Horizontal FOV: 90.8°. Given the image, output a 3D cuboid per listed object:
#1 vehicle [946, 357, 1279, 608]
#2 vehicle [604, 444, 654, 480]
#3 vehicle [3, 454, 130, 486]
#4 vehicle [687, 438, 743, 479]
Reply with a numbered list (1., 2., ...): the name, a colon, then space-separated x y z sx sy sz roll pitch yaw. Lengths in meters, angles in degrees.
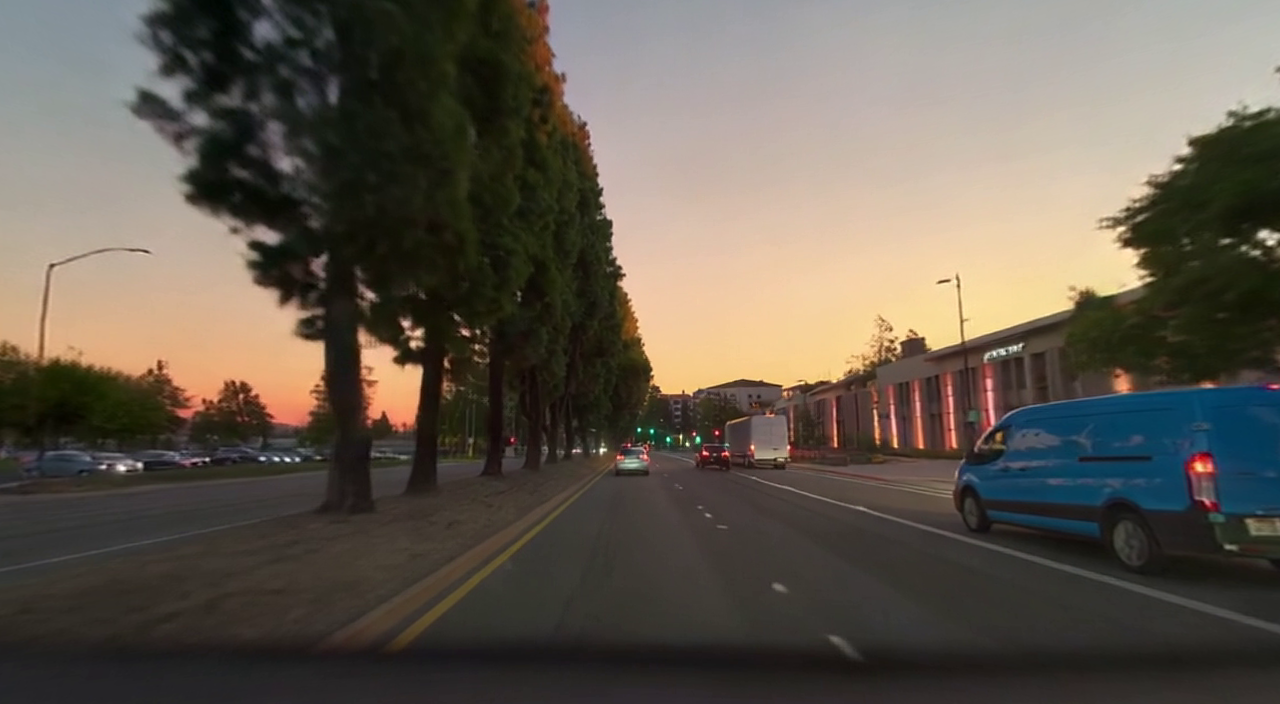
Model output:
1. vehicle: 6.687 1.503 8.189 2.573 2.127 5.568 0 -8 0
2. vehicle: -0.497 4.926 28.605 2.095 1.456 3.873 0 -8 -1
3. vehicle: -29.594 6.084 32.696 4.761 1.522 1.968 -1 -10 3
4. vehicle: 3.358 4.837 29.008 2.047 1.711 4.265 0 -8 0
